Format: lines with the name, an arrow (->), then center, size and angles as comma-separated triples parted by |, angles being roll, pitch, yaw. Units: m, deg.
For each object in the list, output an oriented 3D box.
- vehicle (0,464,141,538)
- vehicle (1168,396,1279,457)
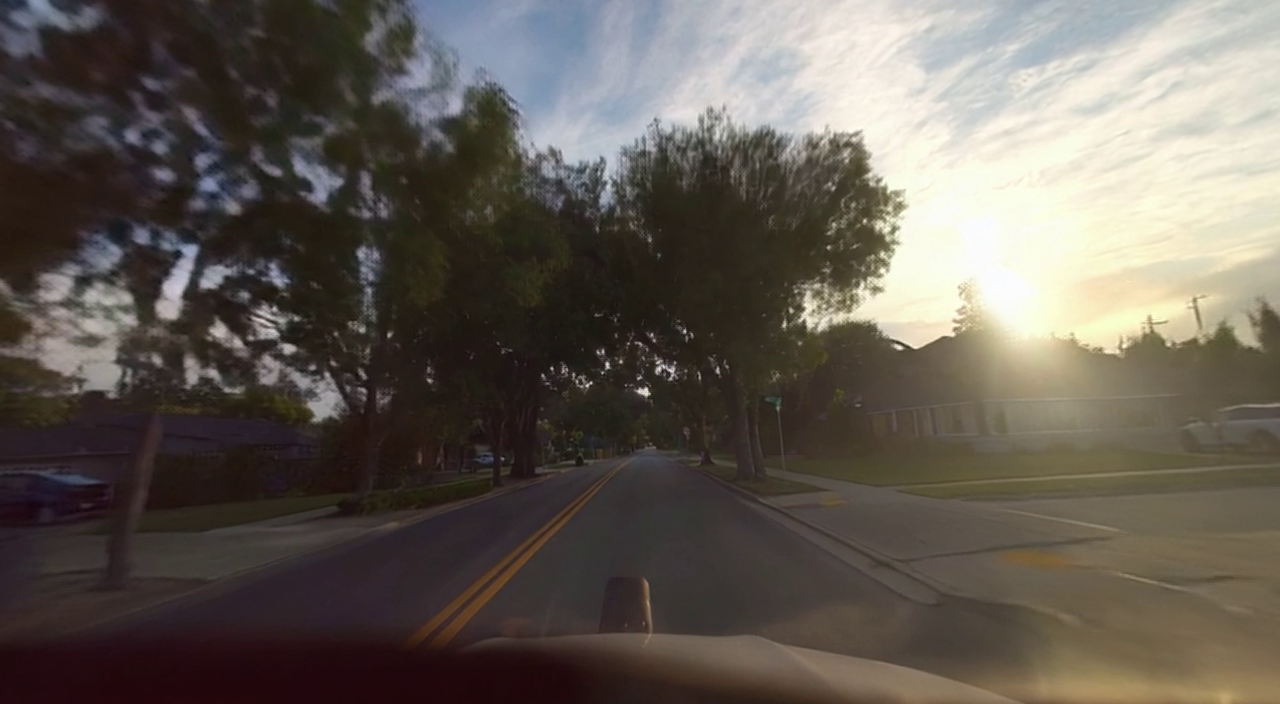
vehicle -> -15.020, 3.565, 15.320 | 1.830, 1.495, 4.641 | 0, -8, 2
vehicle -> 18.135, 2.119, 18.175 | 1.862, 1.612, 4.321 | -6, -9, -2
